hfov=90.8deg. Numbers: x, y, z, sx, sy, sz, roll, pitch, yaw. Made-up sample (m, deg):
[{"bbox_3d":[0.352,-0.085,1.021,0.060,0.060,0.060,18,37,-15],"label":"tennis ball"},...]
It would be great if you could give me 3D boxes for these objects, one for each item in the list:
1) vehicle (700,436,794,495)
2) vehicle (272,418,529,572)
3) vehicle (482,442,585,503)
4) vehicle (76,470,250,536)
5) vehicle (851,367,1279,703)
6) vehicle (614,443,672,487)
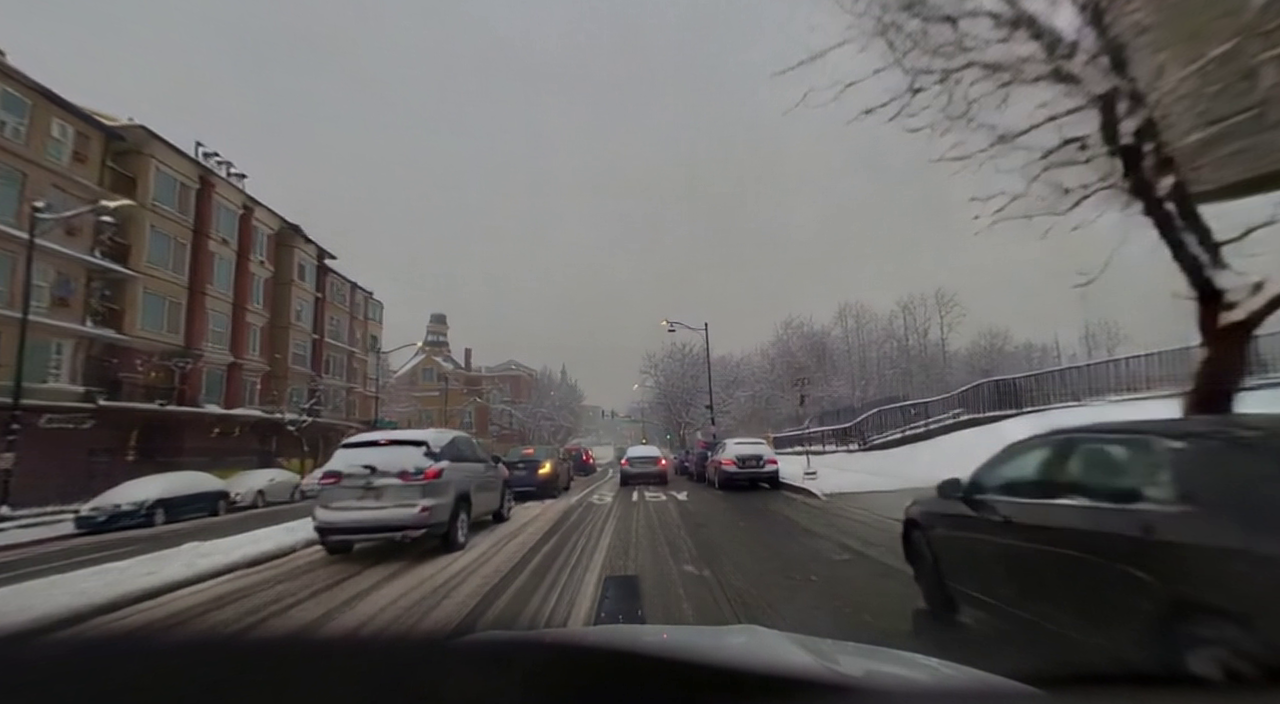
[{"bbox_3d":[2.941,3.210,18.328,1.933,1.501,4.349,0,-8,0],"label":"vehicle"},{"bbox_3d":[-3.055,1.902,9.288,2.065,1.705,4.353,0,-8,0],"label":"vehicle"},{"bbox_3d":[-2.816,3.285,17.791,2.109,1.477,4.509,0,-8,0],"label":"vehicle"},{"bbox_3d":[-13.963,4.389,18.906,1.844,1.499,4.421,0,-8,-1],"label":"vehicle"},{"bbox_3d":[3.033,1.034,3.497,2.077,1.532,4.694,0,-8,0],"label":"vehicle"},{"bbox_3d":[0.074,4.189,23.734,2.026,1.496,3.701,0,-8,-1],"label":"vehicle"}]
